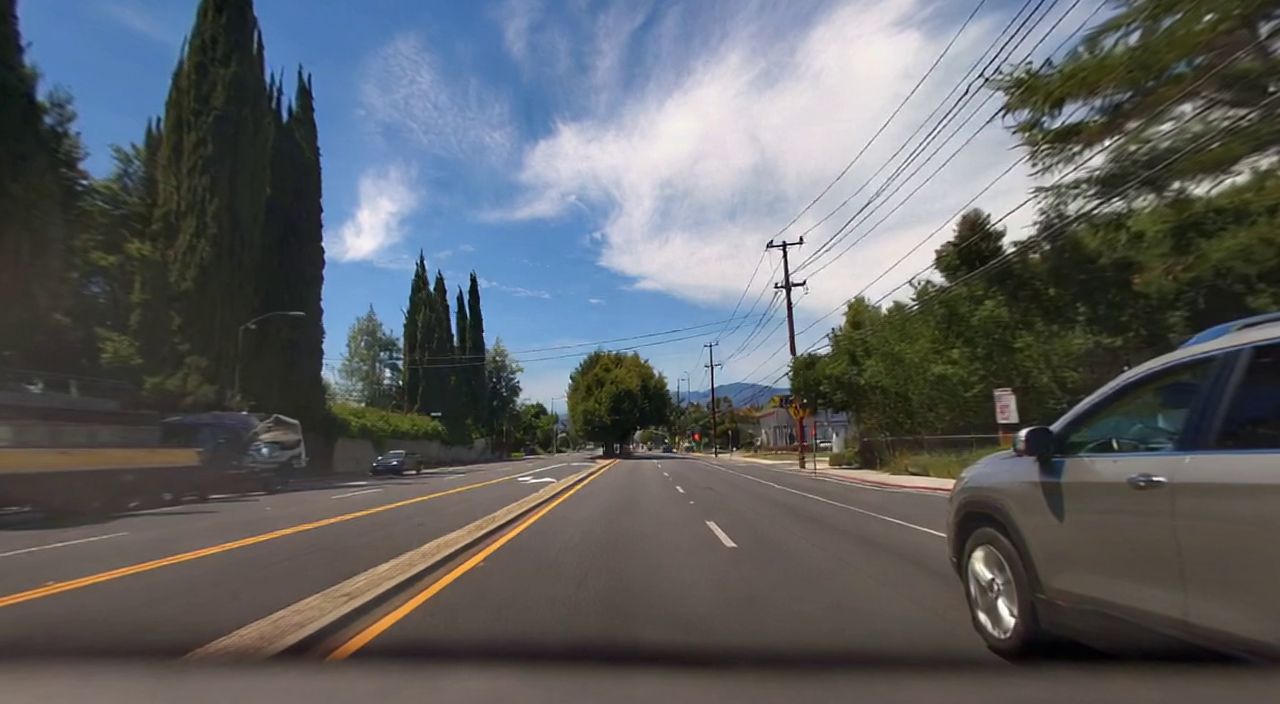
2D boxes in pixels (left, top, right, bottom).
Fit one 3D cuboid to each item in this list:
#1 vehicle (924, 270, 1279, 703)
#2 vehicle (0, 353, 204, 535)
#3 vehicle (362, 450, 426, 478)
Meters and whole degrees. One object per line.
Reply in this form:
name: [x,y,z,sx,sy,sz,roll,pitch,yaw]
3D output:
vehicle: [3.047,0.663,2.016,2.060,1.820,4.713,0,-9,0]
vehicle: [-13.972,1.989,13.595,2.980,3.522,8.459,0,-9,1]
vehicle: [-14.274,6.473,36.896,2.015,1.501,4.307,0,-9,0]
